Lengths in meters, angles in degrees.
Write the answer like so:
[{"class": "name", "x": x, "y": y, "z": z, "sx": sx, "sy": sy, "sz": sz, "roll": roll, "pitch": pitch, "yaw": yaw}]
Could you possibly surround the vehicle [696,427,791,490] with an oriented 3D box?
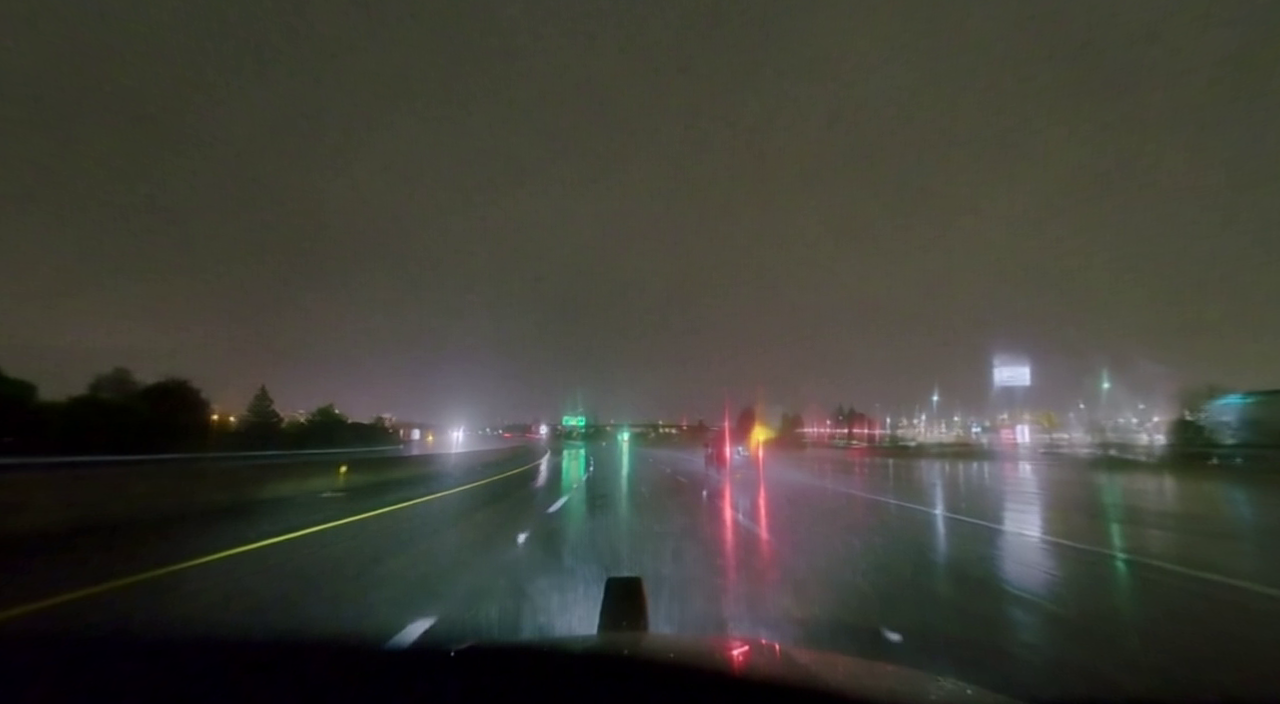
[{"class": "vehicle", "x": 3.012, "y": 3.229, "z": 19.410, "sx": 2.059, "sy": 1.715, "sz": 4.192, "roll": 0, "pitch": -8, "yaw": -2}]
